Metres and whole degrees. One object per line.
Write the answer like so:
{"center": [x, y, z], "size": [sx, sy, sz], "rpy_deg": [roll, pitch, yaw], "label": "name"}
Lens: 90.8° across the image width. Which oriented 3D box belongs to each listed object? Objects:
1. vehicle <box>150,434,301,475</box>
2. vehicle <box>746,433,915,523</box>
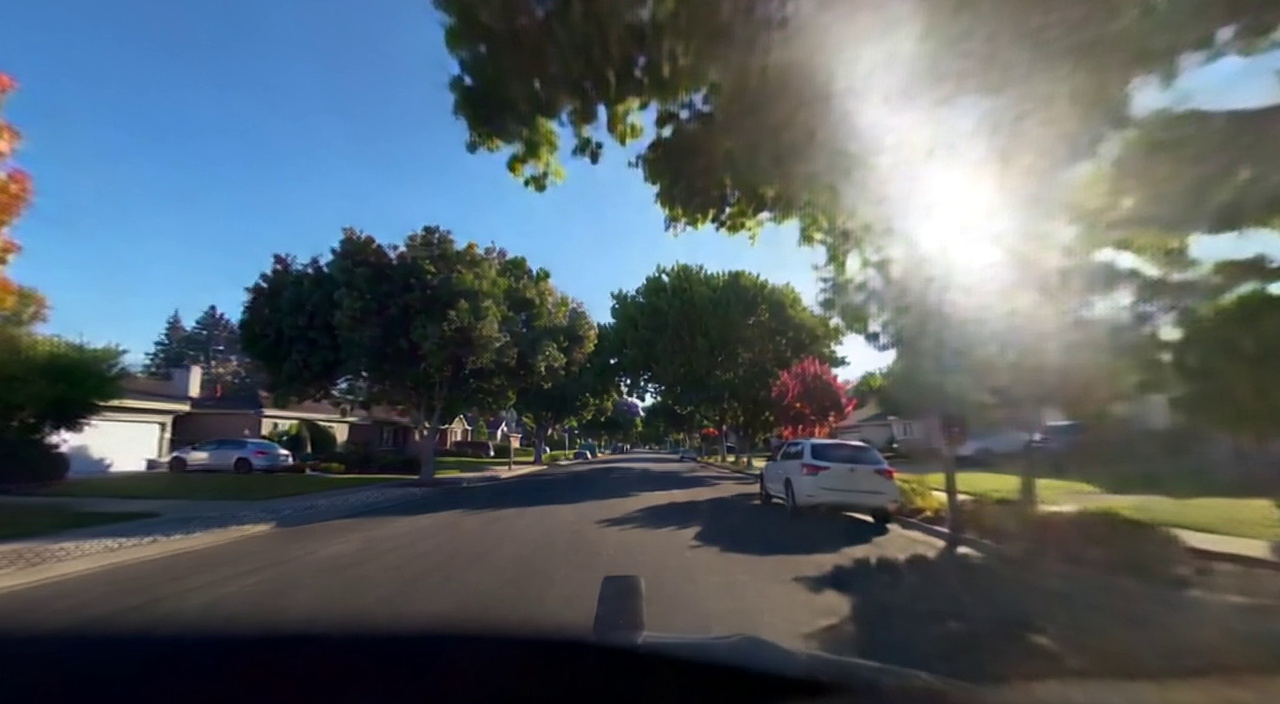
{"center": [-16.692, 4.156, 25.674], "size": [4.607, 1.573, 2.058], "rpy_deg": [1, -9, -4], "label": "vehicle"}
{"center": [3.846, 2.639, 13.828], "size": [2.136, 1.596, 4.790], "rpy_deg": [0, -9, -1], "label": "vehicle"}
